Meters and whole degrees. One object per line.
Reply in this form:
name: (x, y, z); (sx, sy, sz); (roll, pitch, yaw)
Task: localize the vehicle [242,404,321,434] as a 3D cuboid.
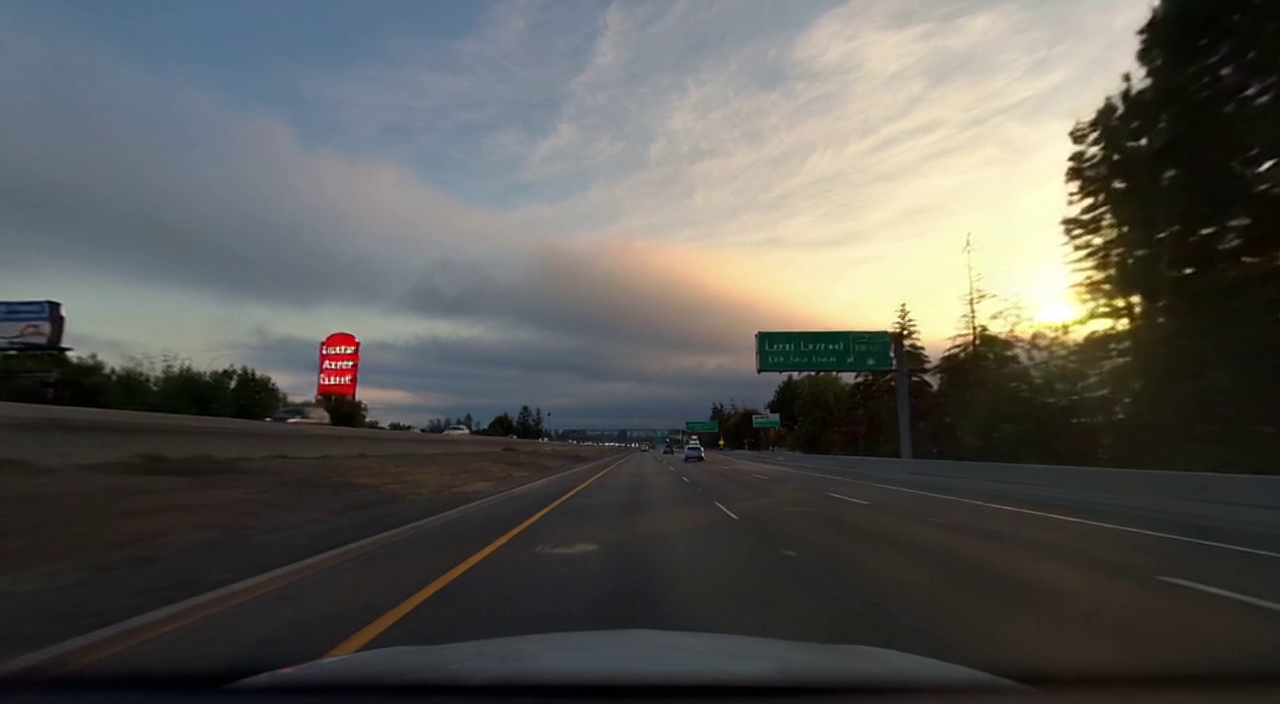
vehicle: (-21.240, 4.060, 37.672); (1.998, 1.579, 4.540); (0, -9, 0)
